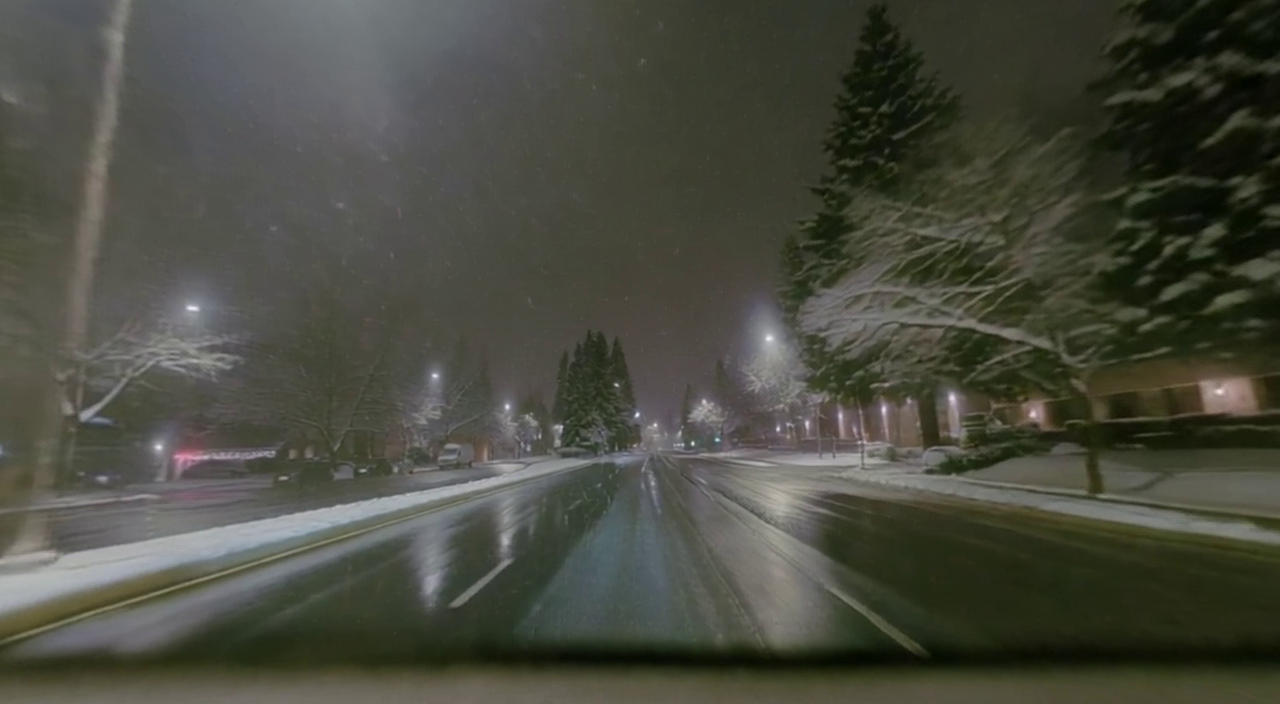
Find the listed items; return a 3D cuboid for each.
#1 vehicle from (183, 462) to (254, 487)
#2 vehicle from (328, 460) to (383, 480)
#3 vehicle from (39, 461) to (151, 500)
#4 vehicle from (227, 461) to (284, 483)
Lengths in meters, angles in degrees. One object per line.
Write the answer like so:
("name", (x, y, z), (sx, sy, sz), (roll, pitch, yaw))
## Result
("vehicle", (-31.031, 9.018, 46.581), (1.870, 1.601, 5.128), (0, -9, -2))
("vehicle", (-21.865, 9.081, 48.564), (1.929, 1.393, 4.611), (0, -9, 2))
("vehicle", (-29.516, 6.938, 34.328), (2.019, 1.696, 4.735), (-4, -9, -2))
("vehicle", (-28.517, 8.908, 46.826), (1.872, 1.413, 3.806), (0, -9, -1))
